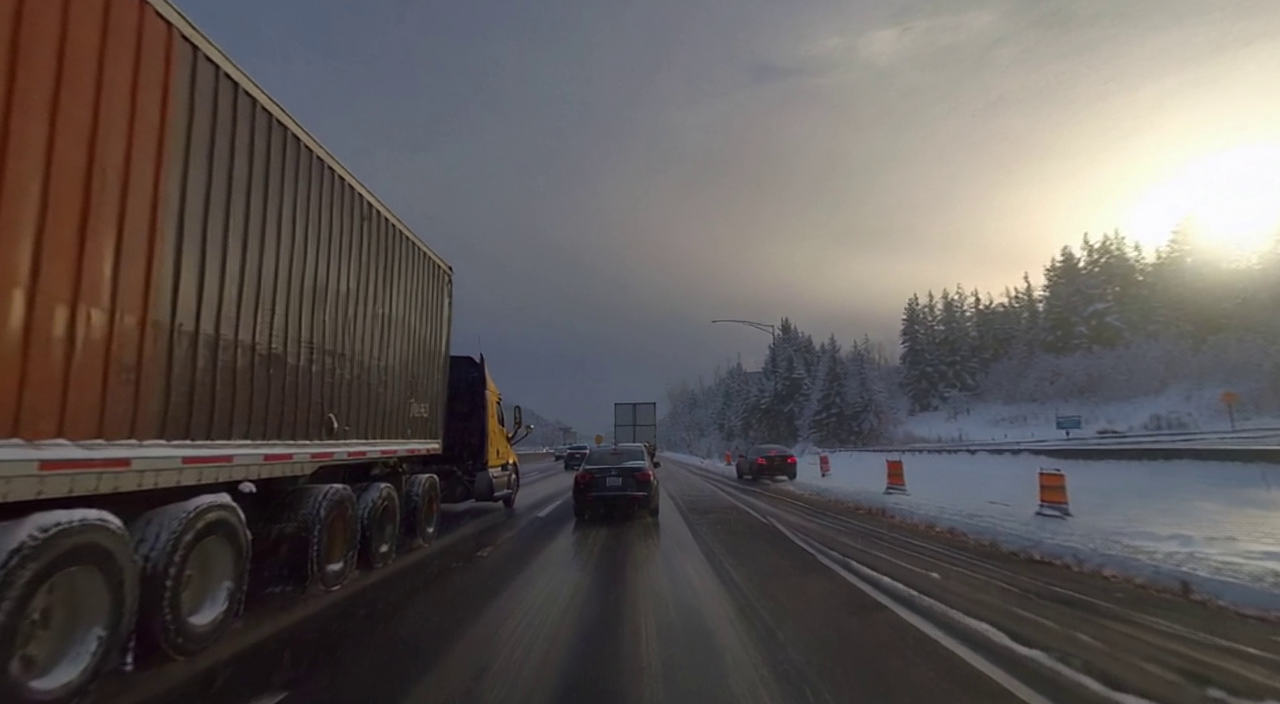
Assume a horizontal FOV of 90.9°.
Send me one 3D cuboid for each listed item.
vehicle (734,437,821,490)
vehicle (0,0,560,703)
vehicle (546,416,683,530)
[{"bbox_3d":[4.525,3.725,21.361,1.937,1.601,3.798,0,-9,-3],"label":"vehicle"},{"bbox_3d":[-3.715,0.617,9.285,2.857,4.063,16.026,0,-8,1],"label":"vehicle"},{"bbox_3d":[-0.377,2.222,11.988,2.152,1.779,3.924,0,-9,1],"label":"vehicle"}]
